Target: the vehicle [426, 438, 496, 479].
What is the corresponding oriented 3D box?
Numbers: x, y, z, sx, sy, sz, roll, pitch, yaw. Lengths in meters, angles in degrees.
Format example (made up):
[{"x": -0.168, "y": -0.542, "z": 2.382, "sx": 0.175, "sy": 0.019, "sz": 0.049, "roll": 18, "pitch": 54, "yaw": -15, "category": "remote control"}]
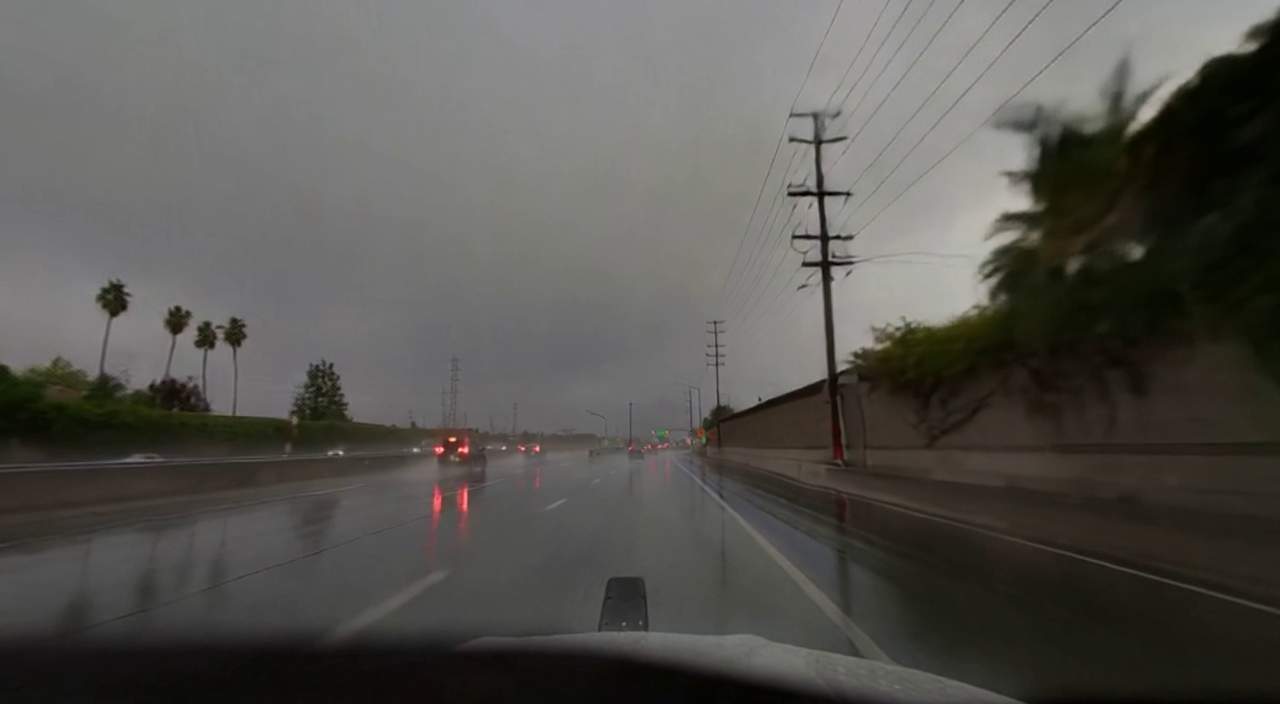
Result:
[{"x": -7.603, "y": 4.569, "z": 27.218, "sx": 2.029, "sy": 1.609, "sz": 3.935, "roll": 0, "pitch": -8, "yaw": -3, "category": "vehicle"}]
